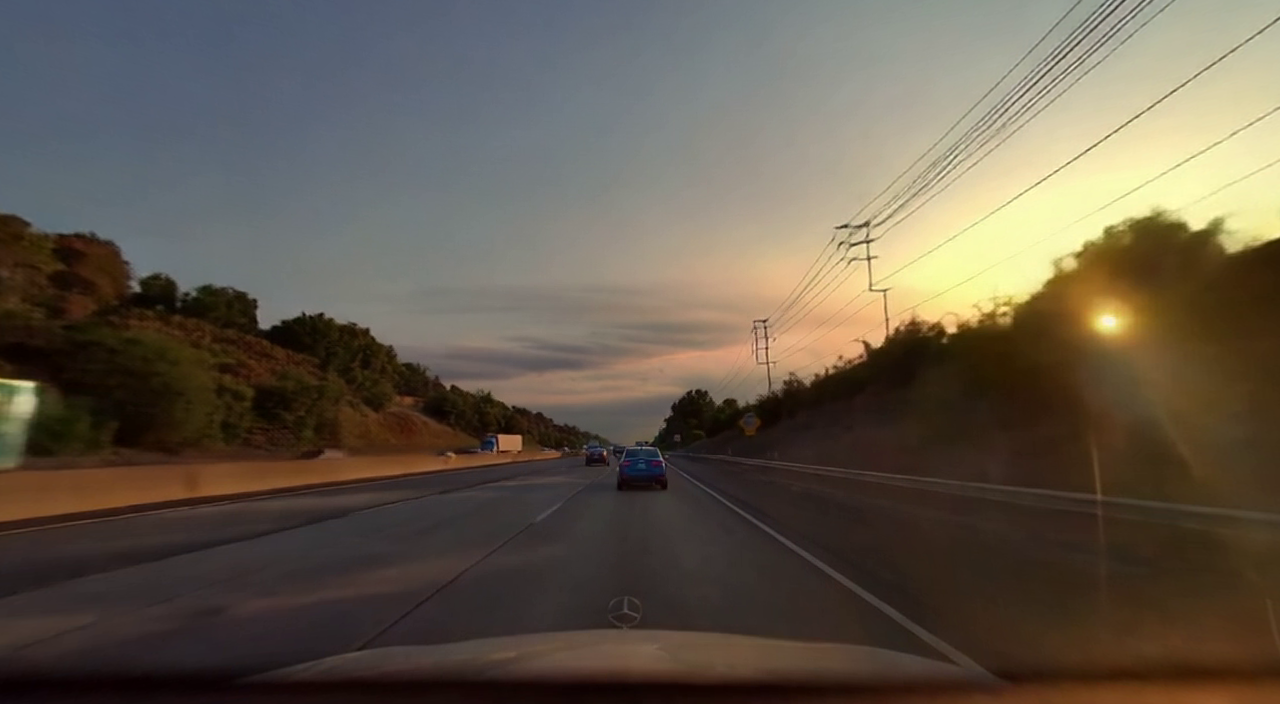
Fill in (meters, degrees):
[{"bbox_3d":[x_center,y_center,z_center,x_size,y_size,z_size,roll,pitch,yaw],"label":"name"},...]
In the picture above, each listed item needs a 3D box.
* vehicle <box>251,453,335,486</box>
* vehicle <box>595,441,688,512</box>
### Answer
[{"bbox_3d":[-15.648,5.291,28.618,1.758,1.382,3.416,0,-9,1],"label":"vehicle"},{"bbox_3d":[0.003,2.984,15.568,1.966,1.499,4.298,0,-9,-1],"label":"vehicle"}]
